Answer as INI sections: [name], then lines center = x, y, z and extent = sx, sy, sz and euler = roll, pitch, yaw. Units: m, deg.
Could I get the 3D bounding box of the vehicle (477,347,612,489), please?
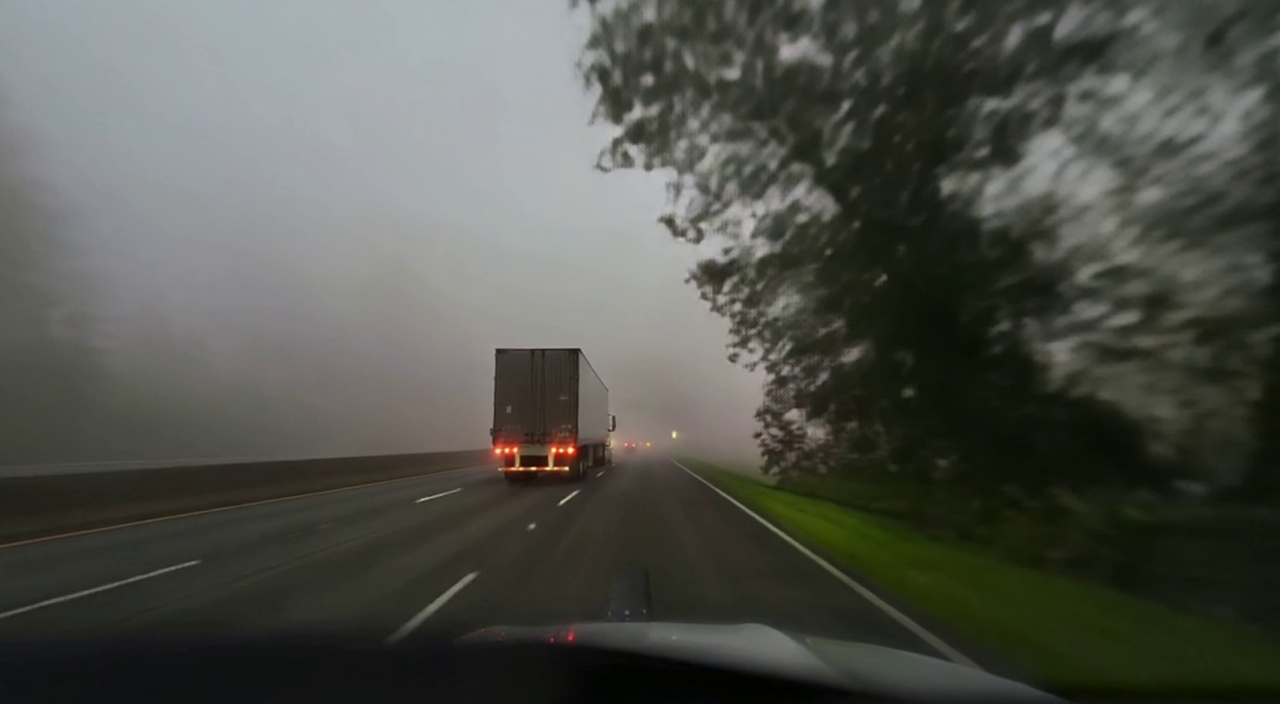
[vehicle]
center = -3.048, 2.896, 25.156
extent = 2.947, 4.051, 14.256
euler = 0, -8, 1
